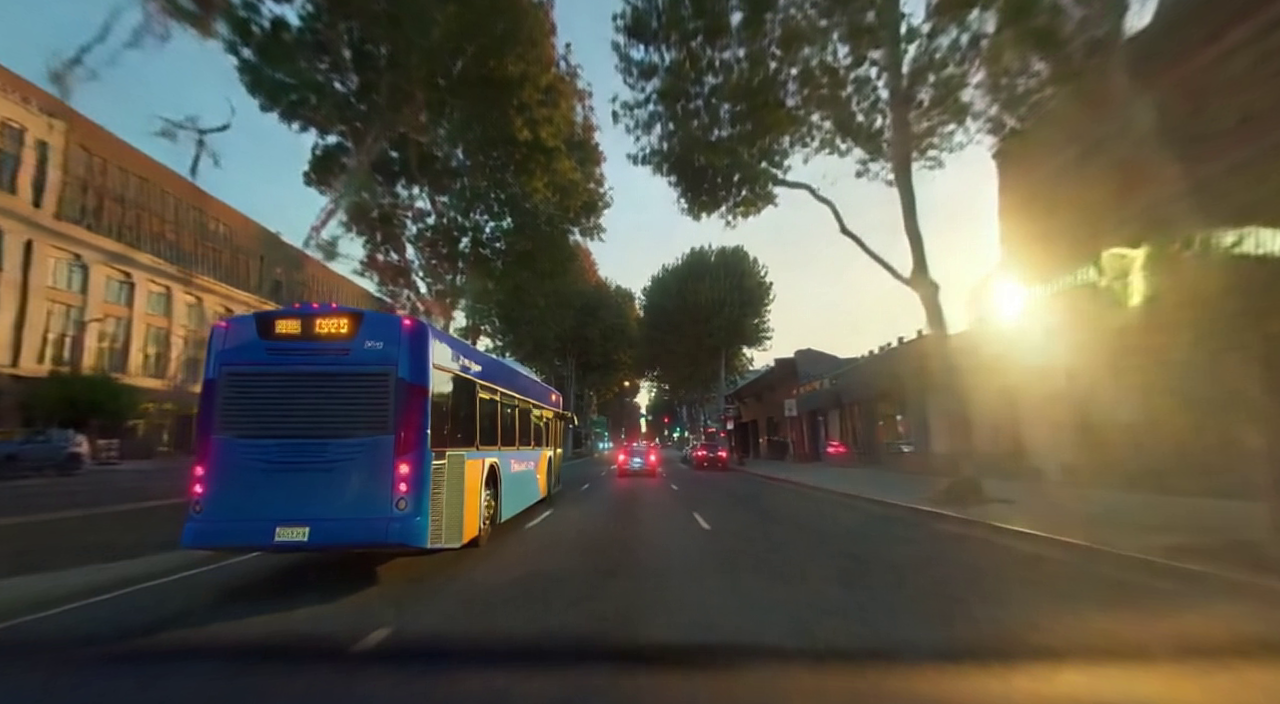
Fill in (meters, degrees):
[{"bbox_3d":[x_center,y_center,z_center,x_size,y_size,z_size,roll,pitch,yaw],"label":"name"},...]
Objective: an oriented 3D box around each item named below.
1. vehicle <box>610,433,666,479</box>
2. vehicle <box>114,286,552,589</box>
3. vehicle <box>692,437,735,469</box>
[{"bbox_3d":[-0.038,4.232,25.891,2.120,1.727,3.917,0,-8,1],"label":"vehicle"},{"bbox_3d":[-3.505,1.217,10.357,2.920,2.884,8.588,0,-6,0],"label":"vehicle"},{"bbox_3d":[4.297,5.969,37.500,2.138,1.787,4.522,-1,-8,2],"label":"vehicle"}]
